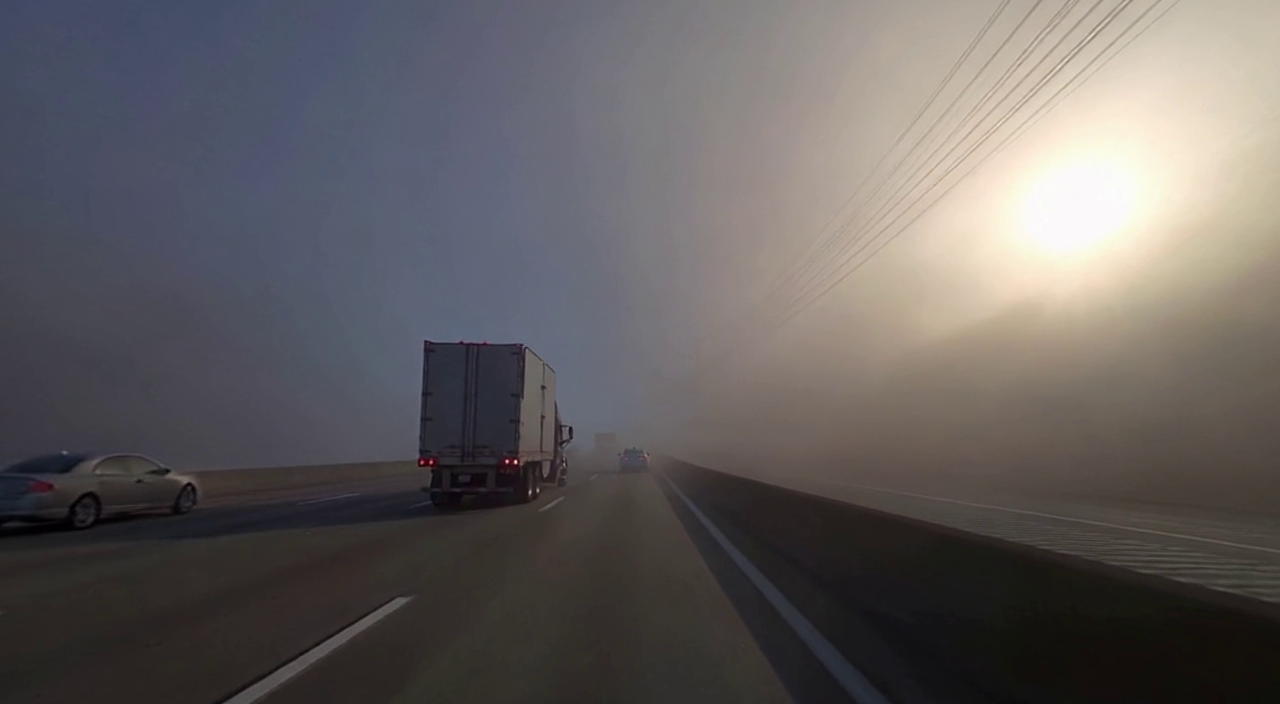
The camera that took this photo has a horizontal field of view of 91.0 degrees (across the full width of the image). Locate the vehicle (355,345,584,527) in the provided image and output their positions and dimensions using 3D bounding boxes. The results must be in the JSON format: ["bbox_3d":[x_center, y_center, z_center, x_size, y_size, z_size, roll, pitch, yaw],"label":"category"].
[{"bbox_3d":[-3.447,2.170,15.866,3.023,3.246,9.102,0,-9,1],"label":"vehicle"}]

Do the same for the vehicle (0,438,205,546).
[{"bbox_3d":[-10.107,2.290,10.863,1.951,1.523,4.486,0,-9,0],"label":"vehicle"}]

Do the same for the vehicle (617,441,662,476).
[{"bbox_3d":[-0.016,5.454,32.476,2.178,1.640,4.071,0,-9,0],"label":"vehicle"}]
